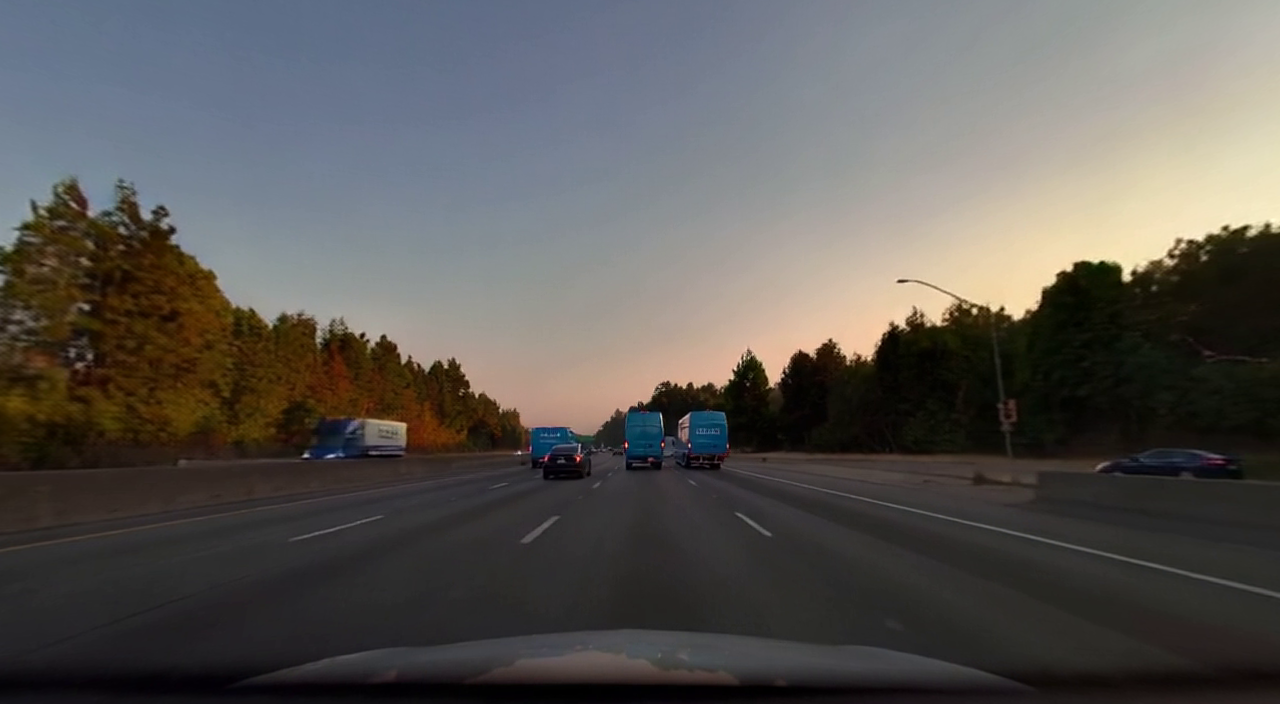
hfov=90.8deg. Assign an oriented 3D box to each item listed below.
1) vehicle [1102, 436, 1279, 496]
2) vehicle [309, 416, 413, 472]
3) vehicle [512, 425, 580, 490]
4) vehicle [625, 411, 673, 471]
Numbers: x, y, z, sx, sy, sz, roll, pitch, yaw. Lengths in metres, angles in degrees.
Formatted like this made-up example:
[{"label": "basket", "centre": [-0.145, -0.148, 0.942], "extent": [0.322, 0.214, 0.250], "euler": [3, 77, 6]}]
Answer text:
[{"label": "vehicle", "centre": [17.966, 3.595, 20.202], "extent": [2.108, 1.659, 4.515], "euler": [4, -10, -27]}, {"label": "vehicle", "centre": [-20.281, 6.850, 46.774], "extent": [3.281, 3.717, 9.377], "euler": [0, -9, 1]}, {"label": "vehicle", "centre": [-3.426, 3.921, 23.692], "extent": [2.033, 2.234, 3.490], "euler": [0, -9, 0]}, {"label": "vehicle", "centre": [0.541, 6.861, 48.114], "extent": [3.201, 4.019, 10.918], "euler": [0, -9, -1]}]
